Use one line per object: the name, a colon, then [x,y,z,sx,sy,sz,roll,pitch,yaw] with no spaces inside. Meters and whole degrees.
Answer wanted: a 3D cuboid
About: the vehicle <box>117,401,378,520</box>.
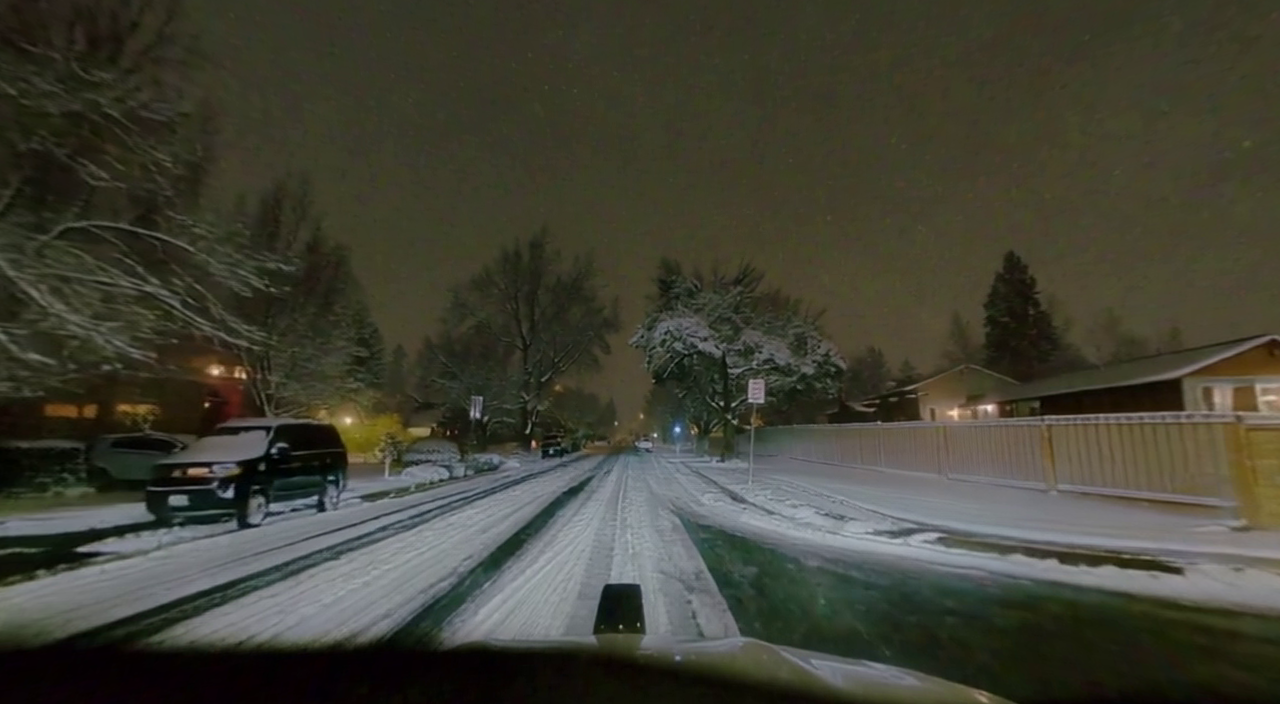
vehicle: [-7.352,2.148,12.628,2.091,1.912,4.598,0,-10,2]
